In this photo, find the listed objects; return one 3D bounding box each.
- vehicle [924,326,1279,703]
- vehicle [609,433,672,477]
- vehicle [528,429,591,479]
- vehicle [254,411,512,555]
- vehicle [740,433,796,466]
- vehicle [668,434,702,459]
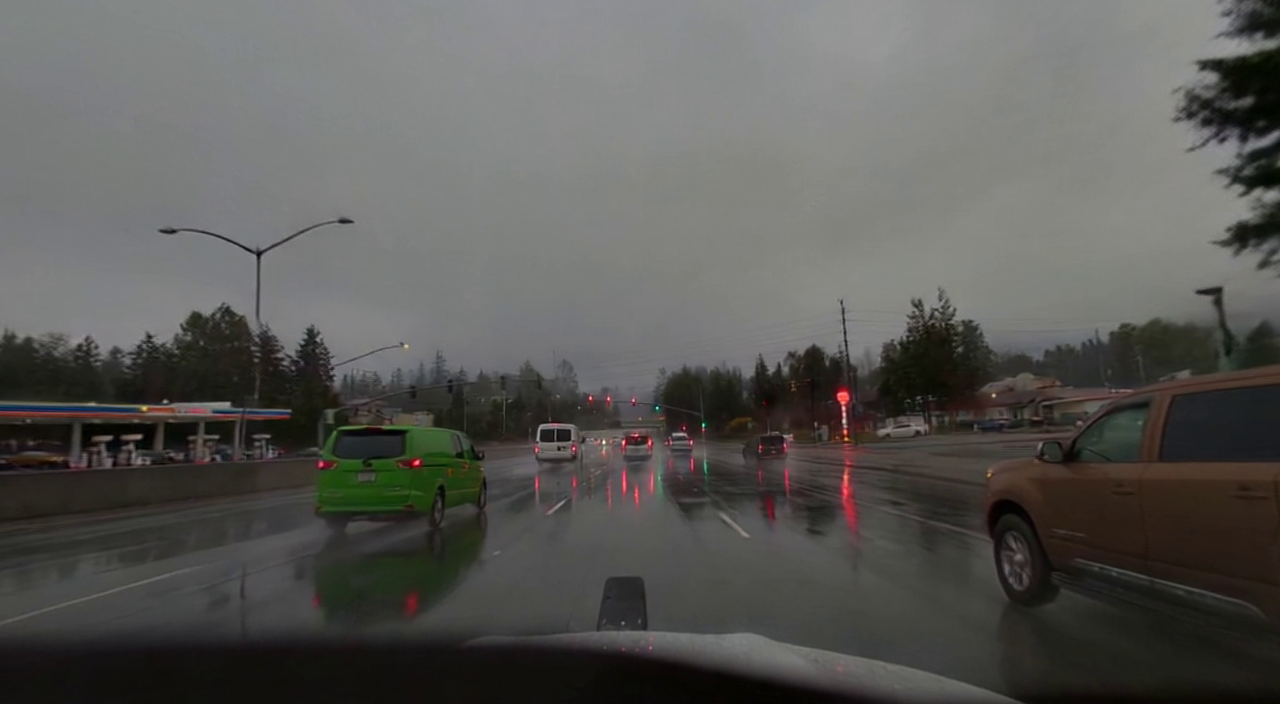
[{"bbox_3d":[3.751,0.939,3.621,2.055,1.786,4.817,0,-8,1],"label":"vehicle"},{"bbox_3d":[0.021,4.410,27.145,2.426,1.703,5.602,0,-8,0],"label":"vehicle"},{"bbox_3d":[-3.386,4.392,27.299,2.025,1.936,4.995,0,-9,1],"label":"vehicle"},{"bbox_3d":[-3.680,1.989,10.323,2.002,1.747,5.173,0,-8,0],"label":"vehicle"},{"bbox_3d":[6.935,5.328,34.469,2.119,1.696,4.623,0,-8,1],"label":"vehicle"},{"bbox_3d":[3.362,7.218,48.072,2.193,1.795,5.130,0,-8,-1],"label":"vehicle"}]
